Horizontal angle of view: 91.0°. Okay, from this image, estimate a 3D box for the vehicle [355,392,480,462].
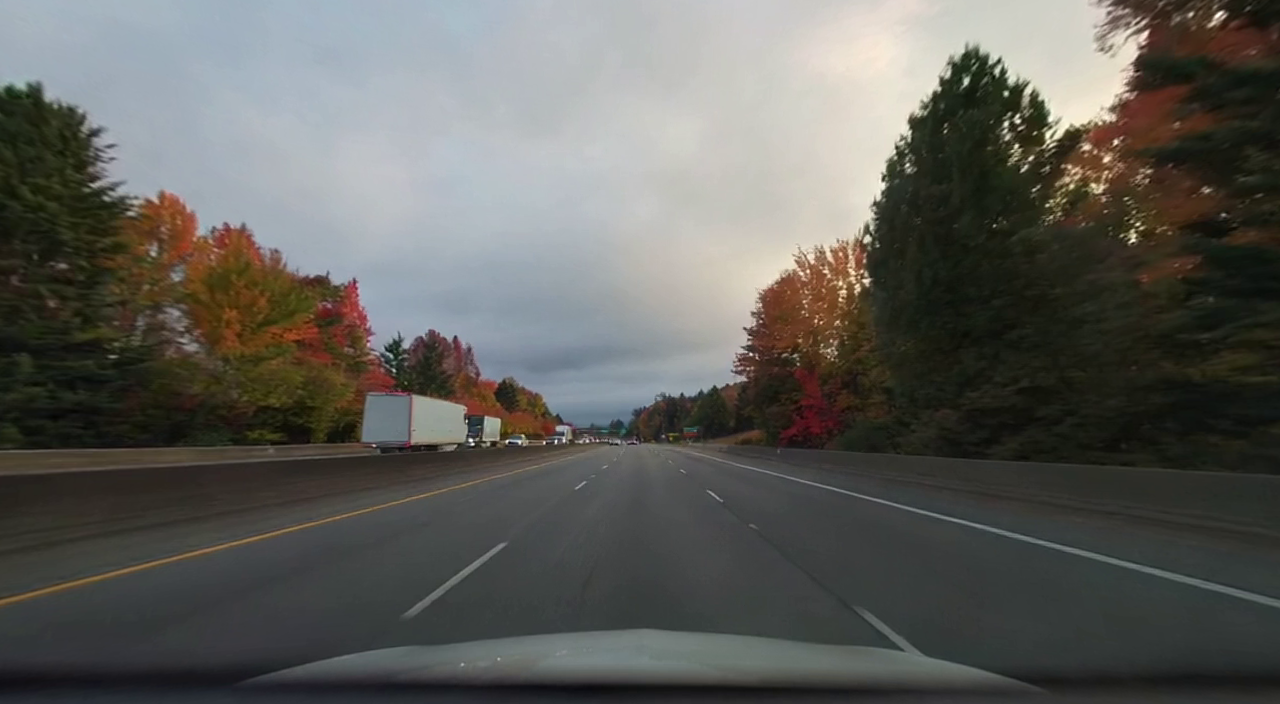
[{"bbox_3d":[-15.117,5.562,45.048,2.927,4.069,16.353,0,-8,0],"label":"vehicle"}]
